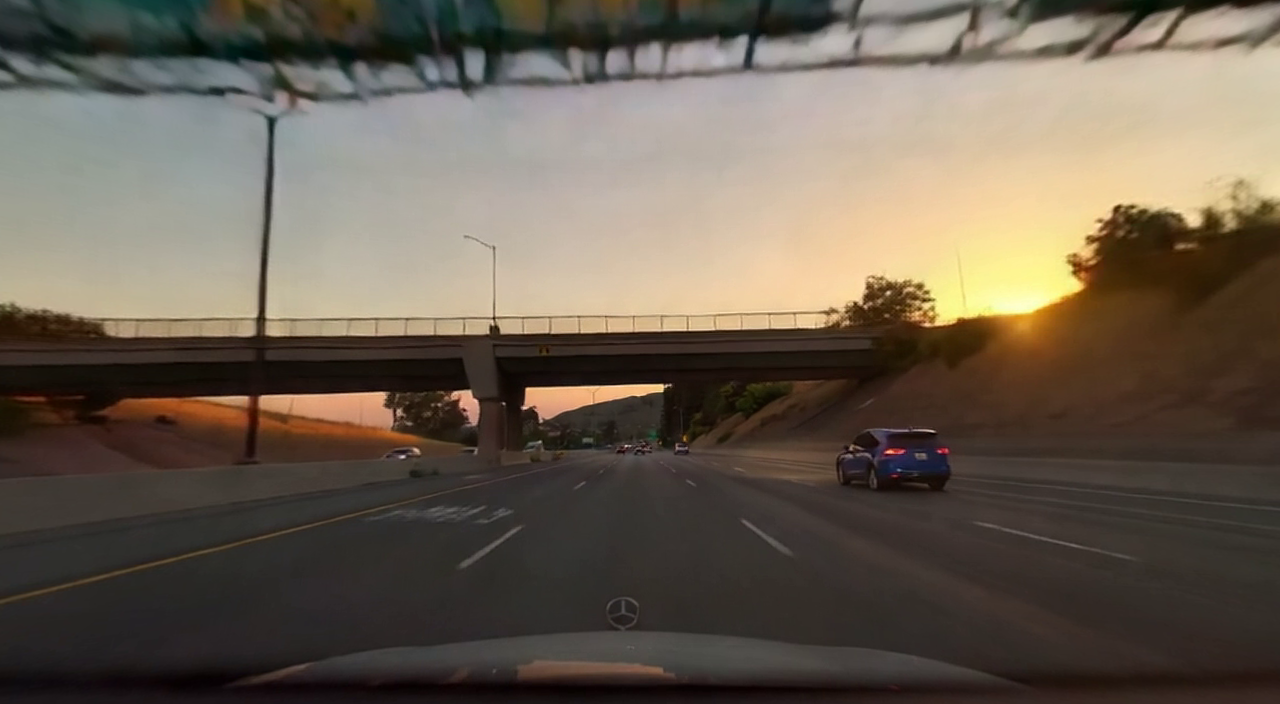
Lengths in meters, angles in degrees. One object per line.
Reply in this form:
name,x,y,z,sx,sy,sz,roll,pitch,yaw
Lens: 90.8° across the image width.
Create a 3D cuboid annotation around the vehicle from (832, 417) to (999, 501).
vehicle,7.005,2.789,16.767,2.222,1.899,4.595,0,-8,-1
